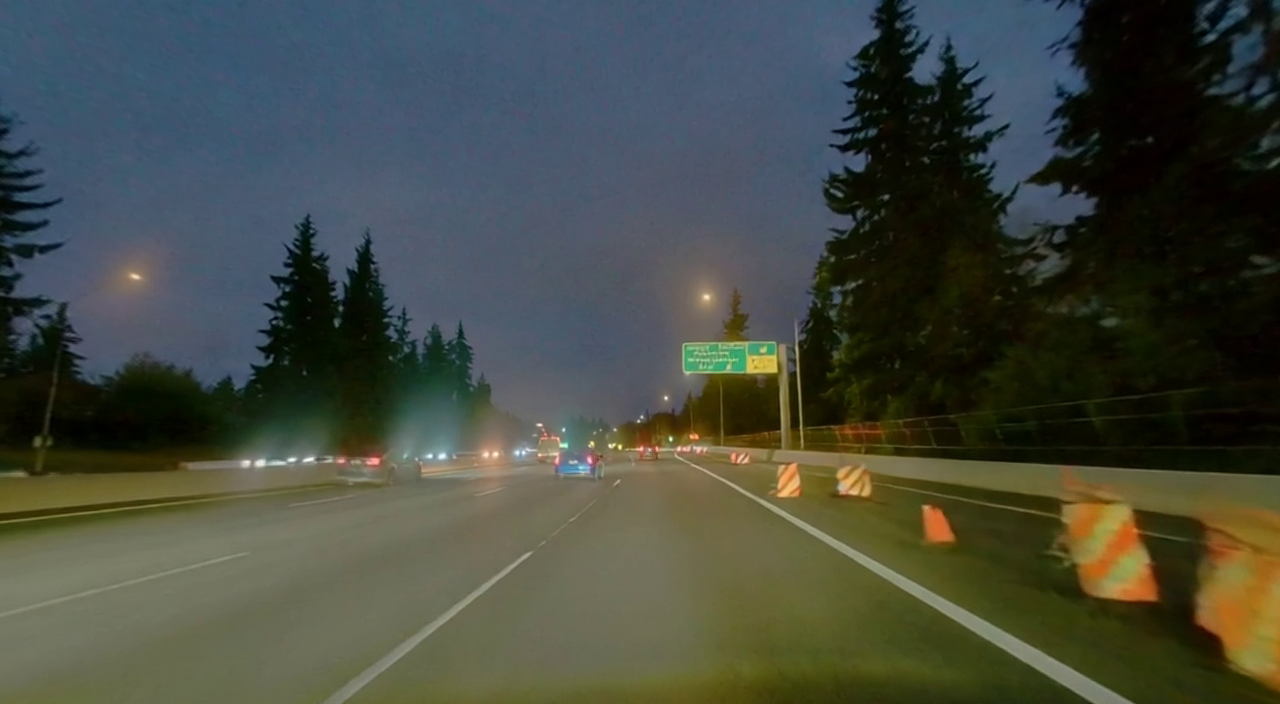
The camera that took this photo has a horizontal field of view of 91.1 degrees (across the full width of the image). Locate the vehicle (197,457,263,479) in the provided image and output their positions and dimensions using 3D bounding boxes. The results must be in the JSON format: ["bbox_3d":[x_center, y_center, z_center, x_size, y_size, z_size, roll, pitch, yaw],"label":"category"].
[{"bbox_3d":[-31.327,8.871,48.108,1.892,1.484,4.584,0,-9,0],"label":"vehicle"}]

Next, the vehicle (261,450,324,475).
[{"bbox_3d":[-27.120,8.616,49.221,2.072,1.875,4.825,0,-9,1],"label":"vehicle"}]

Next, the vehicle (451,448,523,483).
[{"bbox_3d":[-6.813,5.086,28.476,1.951,1.439,4.633,0,-9,2],"label":"vehicle"}]

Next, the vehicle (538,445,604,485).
[{"bbox_3d":[-2.686,4.515,25.538,1.963,1.462,4.681,0,-9,2],"label":"vehicle"}]

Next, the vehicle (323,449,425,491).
[{"bbox_3d":[-10.399,4.608,24.974,1.946,1.472,4.472,0,-9,2],"label":"vehicle"}]
